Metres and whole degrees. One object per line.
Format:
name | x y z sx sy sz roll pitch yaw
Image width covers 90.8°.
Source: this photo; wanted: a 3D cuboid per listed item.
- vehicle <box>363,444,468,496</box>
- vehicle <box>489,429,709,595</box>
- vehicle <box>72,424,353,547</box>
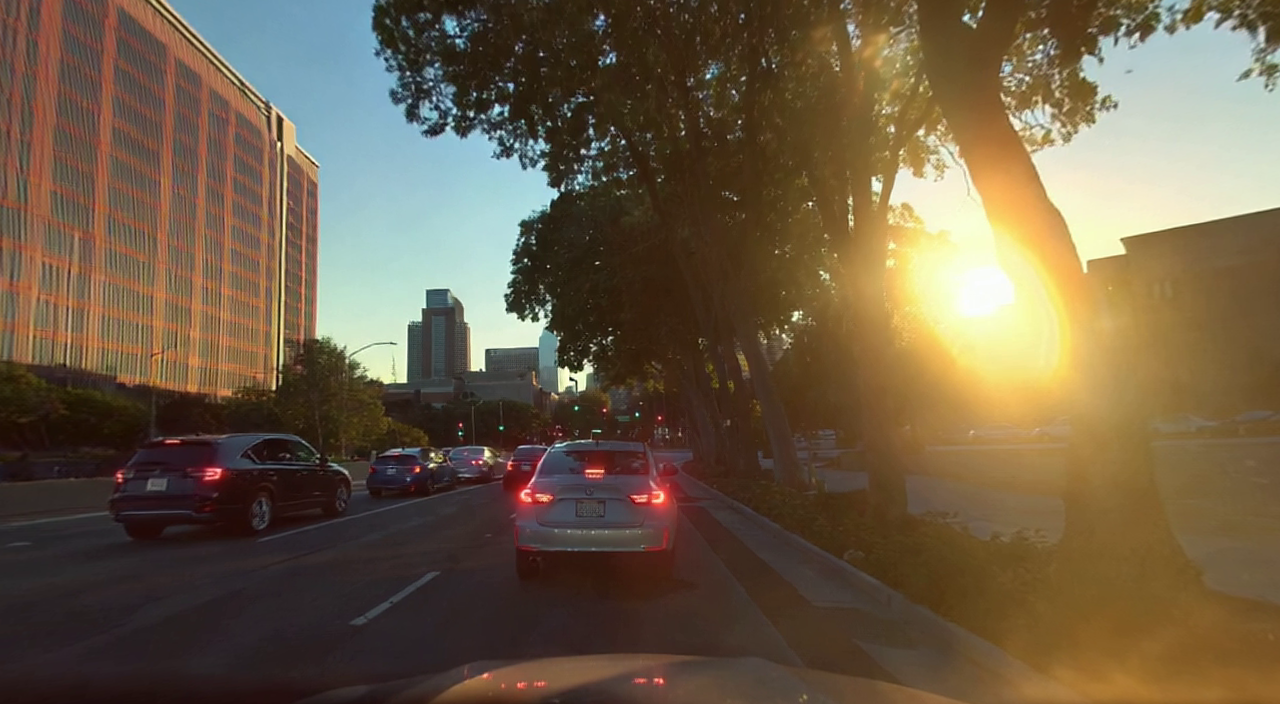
vehicle | -7.354 3.886 21.228 1.851 1.532 4.279 0 -9 1
vehicle | -0.389 1.812 7.996 2.066 1.544 3.954 0 -9 0
vehicle | -7.296 2.290 11.502 2.068 1.784 4.224 0 -9 1
